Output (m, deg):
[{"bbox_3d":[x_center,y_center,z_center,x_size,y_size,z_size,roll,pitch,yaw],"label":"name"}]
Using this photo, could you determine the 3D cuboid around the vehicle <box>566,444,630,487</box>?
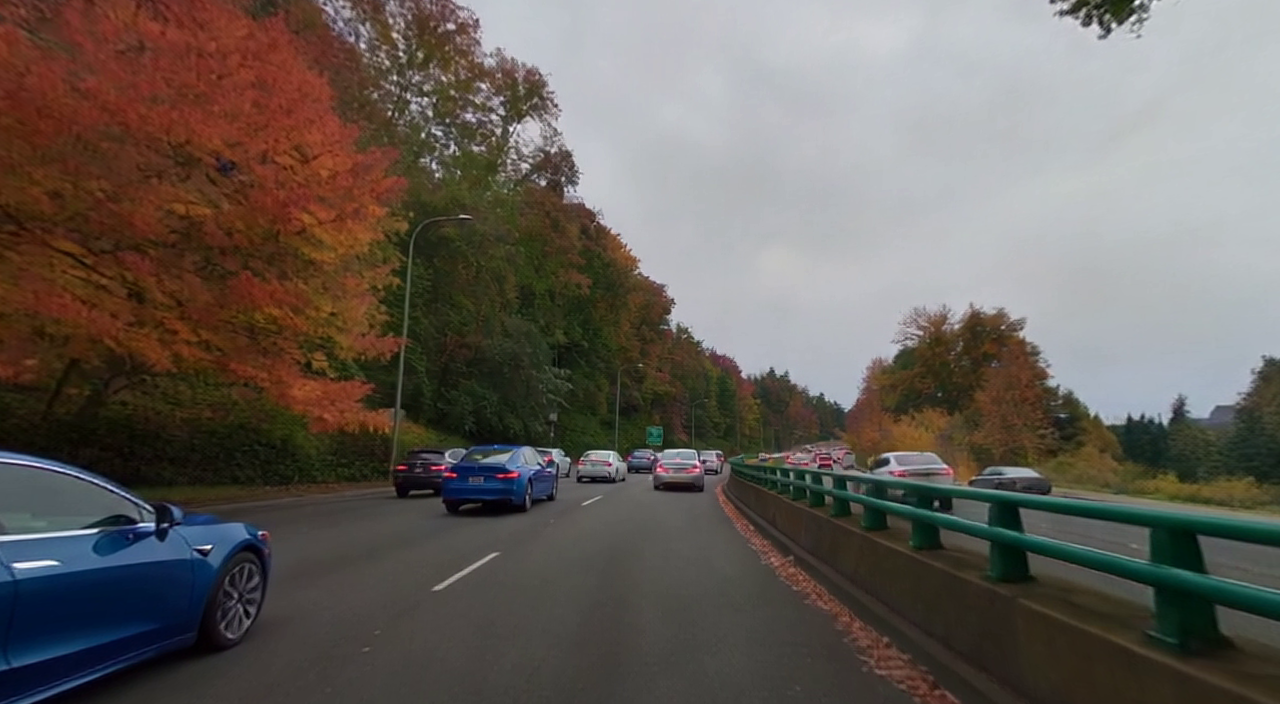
[{"bbox_3d":[-1.658,4.708,26.485,1.930,1.635,4.260,-1,-9,7],"label":"vehicle"}]

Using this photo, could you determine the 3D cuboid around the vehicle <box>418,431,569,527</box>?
[{"bbox_3d":[-2.872,2.610,13.551,1.979,1.663,4.513,0,-9,2],"label":"vehicle"}]

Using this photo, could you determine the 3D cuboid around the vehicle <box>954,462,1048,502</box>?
[{"bbox_3d":[15.691,5.629,27.675,1.816,1.481,4.422,0,-9,5],"label":"vehicle"}]

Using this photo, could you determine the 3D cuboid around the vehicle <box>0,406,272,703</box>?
[{"bbox_3d":[-3.493,0.896,2.032,1.921,1.503,4.317,0,-9,1],"label":"vehicle"}]

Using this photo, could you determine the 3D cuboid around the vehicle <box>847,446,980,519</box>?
[{"bbox_3d":[7.004,3.327,16.632,1.768,1.634,4.064,0,-9,2],"label":"vehicle"}]

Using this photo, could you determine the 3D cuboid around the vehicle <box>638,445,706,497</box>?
[{"bbox_3d":[1.123,3.863,20.896,2.015,1.506,4.276,0,-9,4],"label":"vehicle"}]
